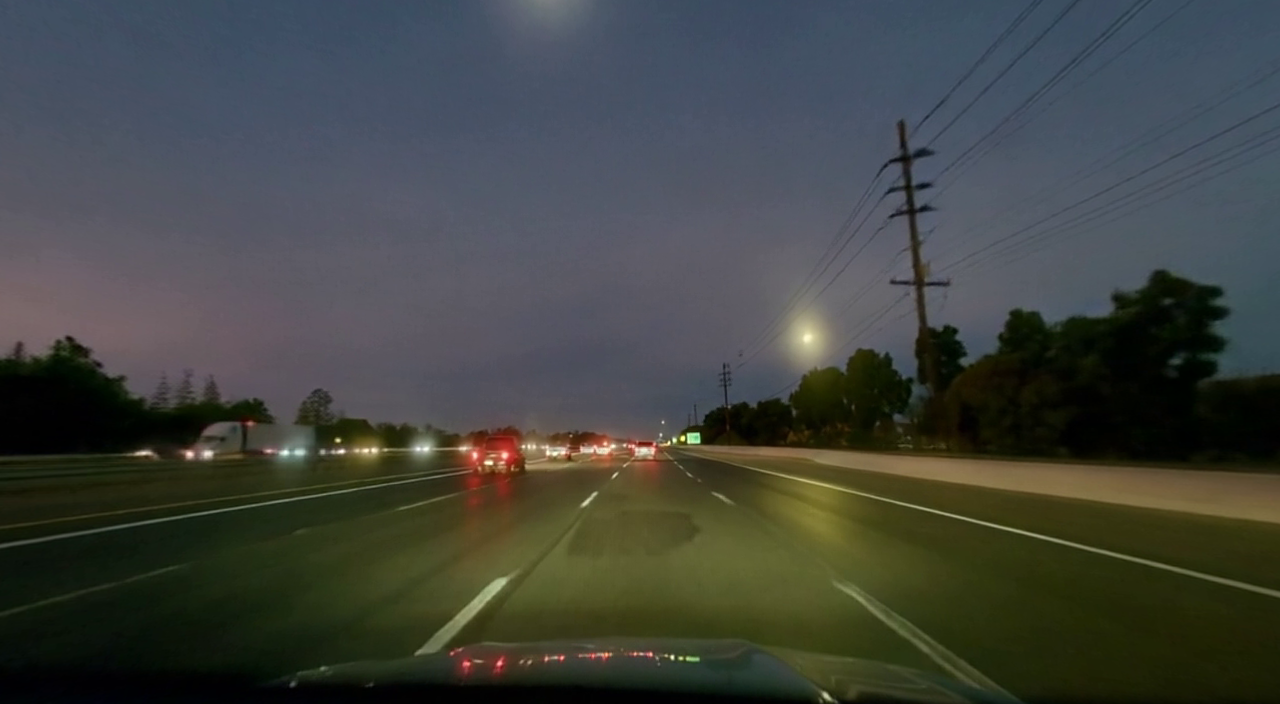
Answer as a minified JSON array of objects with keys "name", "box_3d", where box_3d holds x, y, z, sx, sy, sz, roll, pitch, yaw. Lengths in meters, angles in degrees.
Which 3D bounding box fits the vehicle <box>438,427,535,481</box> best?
[{"name":"vehicle","box_3d":[-6.312,4.306,27.000,2.460,1.992,6.474,0,-8,0]}]

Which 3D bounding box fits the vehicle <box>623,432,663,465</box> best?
[{"name":"vehicle","box_3d":[0.254,6.353,41.591,2.448,2.025,5.193,0,-8,1]}]
